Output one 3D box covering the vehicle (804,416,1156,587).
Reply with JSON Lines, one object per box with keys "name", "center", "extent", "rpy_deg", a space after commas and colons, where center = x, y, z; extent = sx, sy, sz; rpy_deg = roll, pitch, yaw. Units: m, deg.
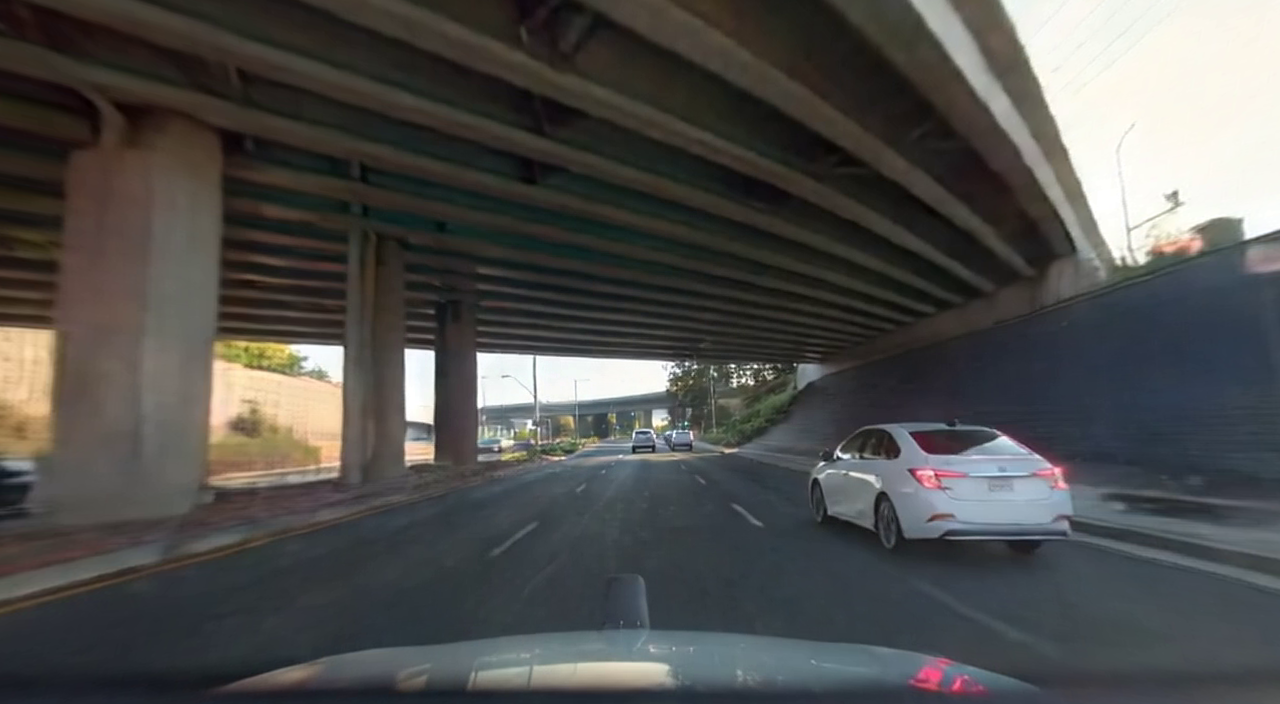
{"name": "vehicle", "center": [3.695, 1.711, 8.041], "extent": [2.063, 1.542, 4.420], "rpy_deg": [-1, -9, 1]}
